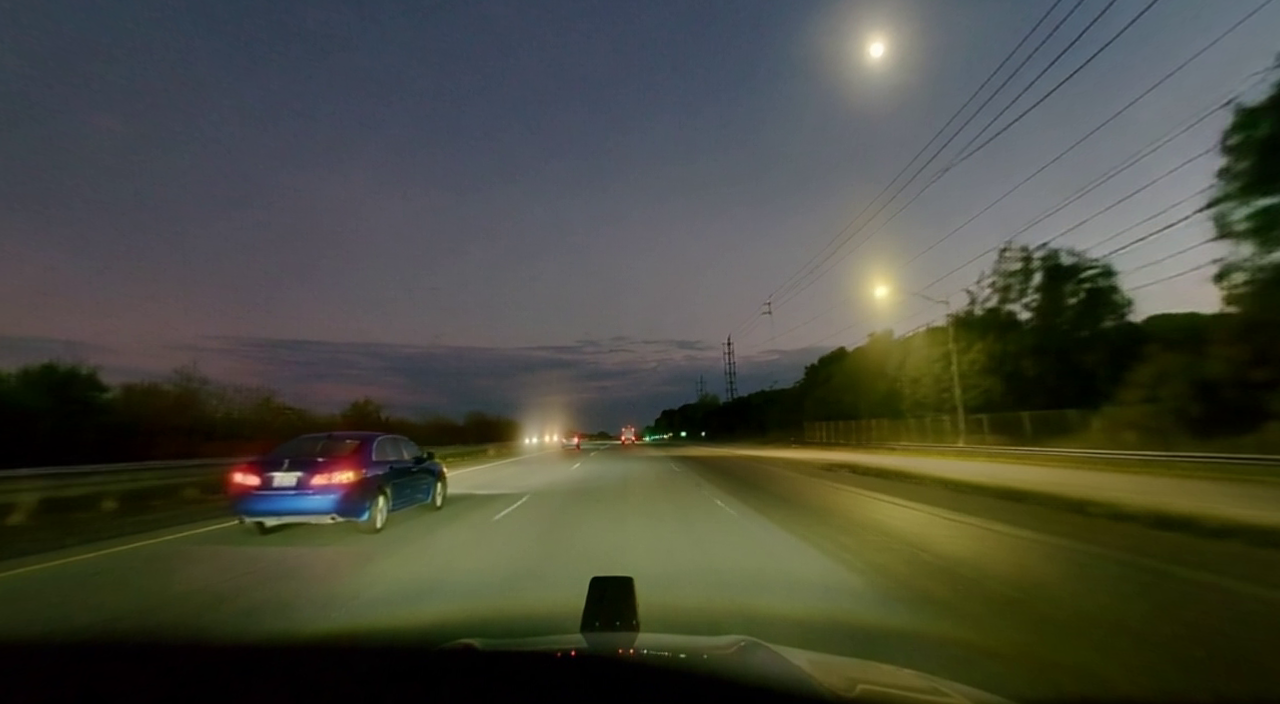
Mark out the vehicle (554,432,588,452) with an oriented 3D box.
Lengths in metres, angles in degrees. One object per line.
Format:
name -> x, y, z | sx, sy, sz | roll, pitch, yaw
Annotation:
vehicle -> -5.210, 6.870, 48.071 | 2.080, 1.478, 4.347 | 0, -8, 0

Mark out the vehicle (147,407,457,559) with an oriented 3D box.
vehicle -> -4.182, 1.661, 8.798 | 2.023, 1.580, 4.259 | 0, -8, -1
